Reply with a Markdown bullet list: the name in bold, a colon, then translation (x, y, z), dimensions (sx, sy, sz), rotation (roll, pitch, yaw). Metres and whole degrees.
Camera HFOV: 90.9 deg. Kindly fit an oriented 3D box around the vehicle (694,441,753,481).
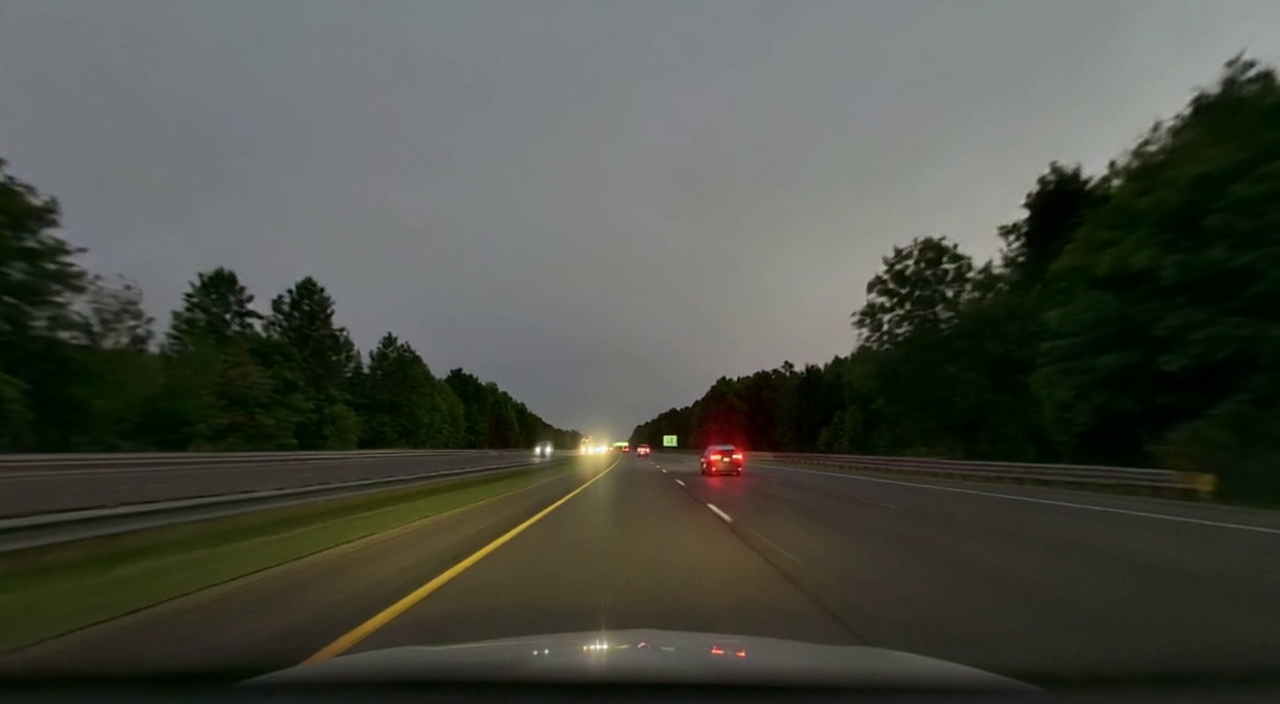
- **vehicle**: translation (3.693, 4.903, 28.693), dimensions (1.933, 1.663, 4.440), rotation (0, -9, -2)
